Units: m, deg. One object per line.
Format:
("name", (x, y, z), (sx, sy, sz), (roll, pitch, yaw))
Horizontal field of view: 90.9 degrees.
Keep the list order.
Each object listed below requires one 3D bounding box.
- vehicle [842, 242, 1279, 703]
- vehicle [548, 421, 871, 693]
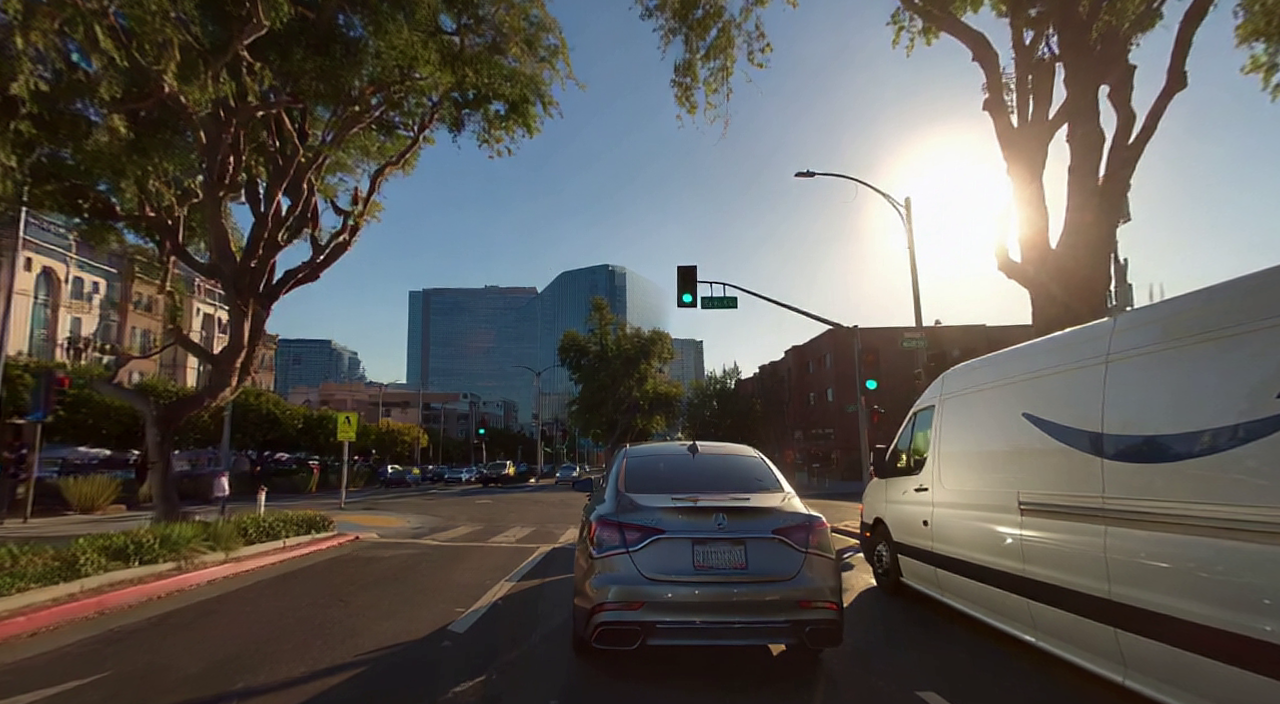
("vehicle", (2.853, 0.894, 2.902), (2.054, 1.965, 5.248), (1, -11, 0))
("vehicle", (0.386, 1.591, 5.735), (1.961, 1.629, 3.610), (1, -10, -1))
